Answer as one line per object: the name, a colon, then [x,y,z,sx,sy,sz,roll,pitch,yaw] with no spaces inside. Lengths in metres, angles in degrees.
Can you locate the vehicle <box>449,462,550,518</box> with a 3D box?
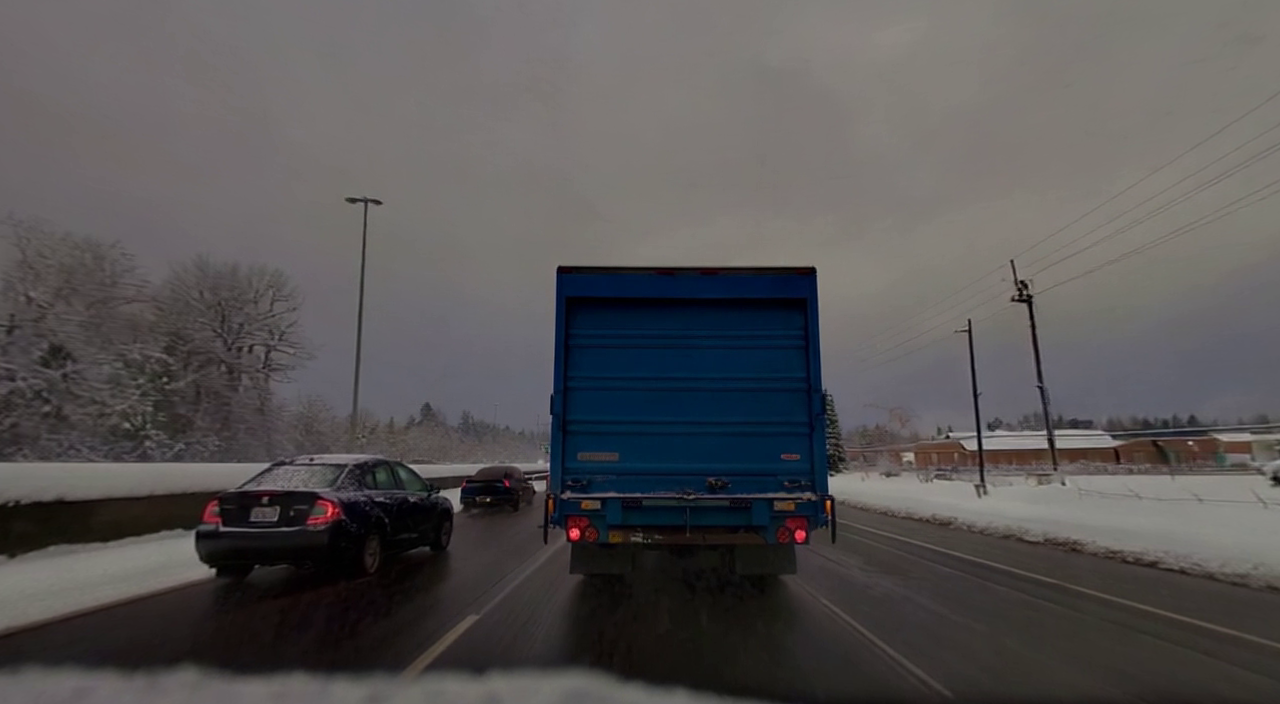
vehicle: [-4.138,4.150,19.350,1.891,1.469,4.431,0,-11,2]

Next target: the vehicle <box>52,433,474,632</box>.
vehicle: [-3.747,1.934,7.698,1.983,1.575,4.973,0,-11,1]

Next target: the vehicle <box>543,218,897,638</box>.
vehicle: [0.764,1.326,9.635,2.831,3.529,8.689,0,-11,2]
